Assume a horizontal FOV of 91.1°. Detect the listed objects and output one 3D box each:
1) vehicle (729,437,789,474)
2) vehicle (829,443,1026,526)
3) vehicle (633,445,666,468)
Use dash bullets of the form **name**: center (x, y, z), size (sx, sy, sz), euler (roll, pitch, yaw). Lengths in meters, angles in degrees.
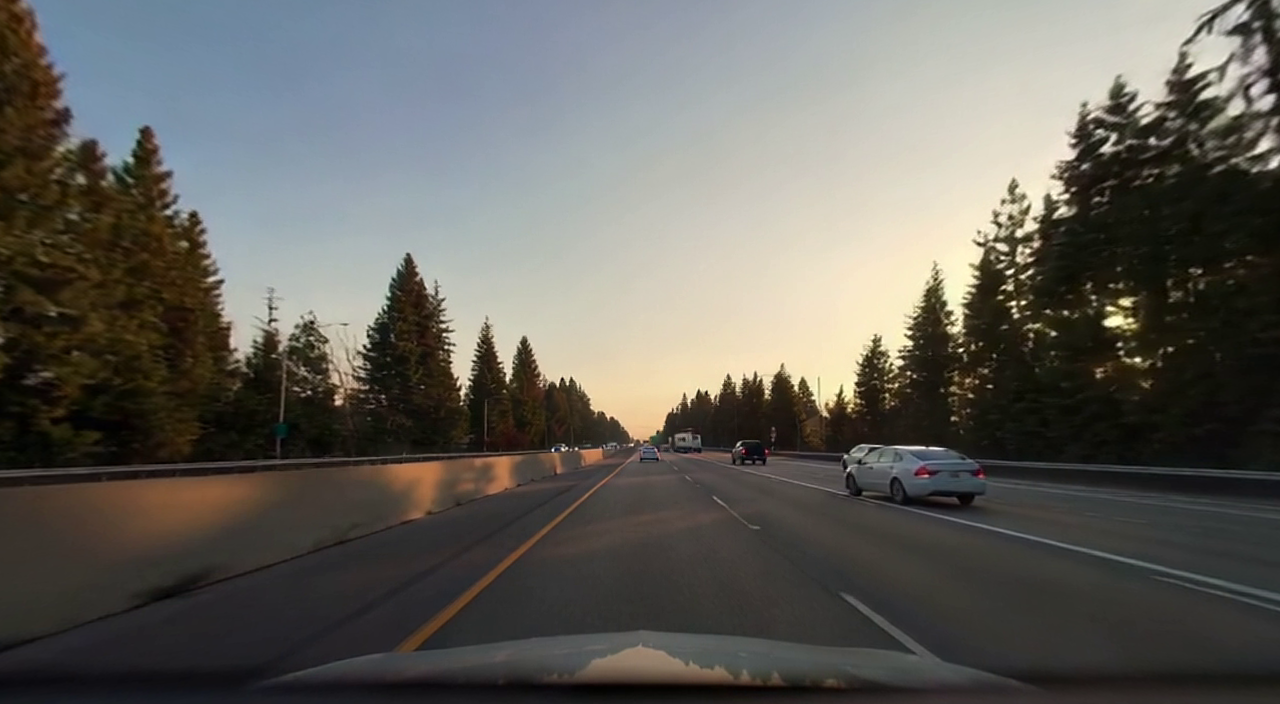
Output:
- **vehicle**: center (6.675, 5.859, 35.931), size (2.206, 1.902, 5.460), euler (0, -8, -2)
- **vehicle**: center (5.917, 2.740, 13.753), size (1.904, 1.453, 4.789), euler (0, -8, -2)
- **vehicle**: center (0.611, 6.878, 41.544), size (2.052, 1.472, 4.295), euler (0, -8, 0)
